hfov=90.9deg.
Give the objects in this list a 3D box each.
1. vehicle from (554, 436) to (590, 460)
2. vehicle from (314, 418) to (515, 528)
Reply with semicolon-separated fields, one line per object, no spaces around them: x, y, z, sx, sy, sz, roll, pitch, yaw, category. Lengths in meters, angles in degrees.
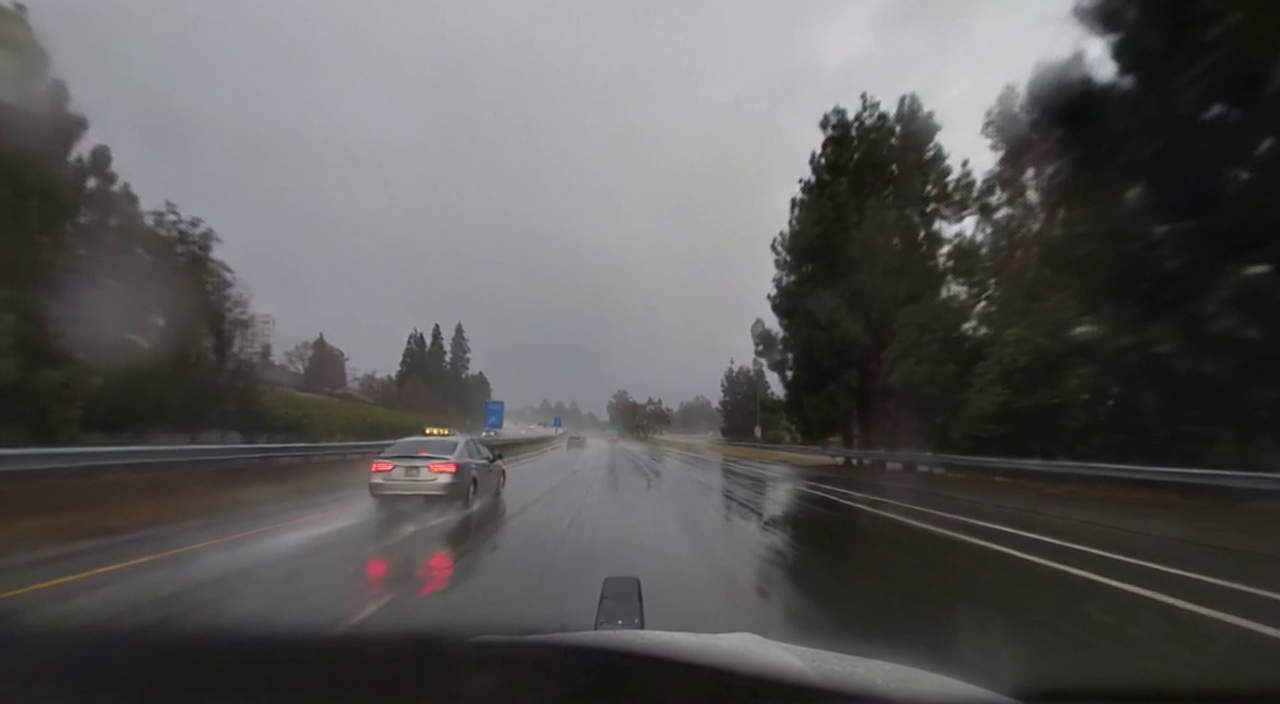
-4.172;5.926;39.126;1.874;1.369;3.875;1;-8;-1;vehicle
-3.828;2.116;11.754;2.047;1.612;4.631;0;-8;0;vehicle
